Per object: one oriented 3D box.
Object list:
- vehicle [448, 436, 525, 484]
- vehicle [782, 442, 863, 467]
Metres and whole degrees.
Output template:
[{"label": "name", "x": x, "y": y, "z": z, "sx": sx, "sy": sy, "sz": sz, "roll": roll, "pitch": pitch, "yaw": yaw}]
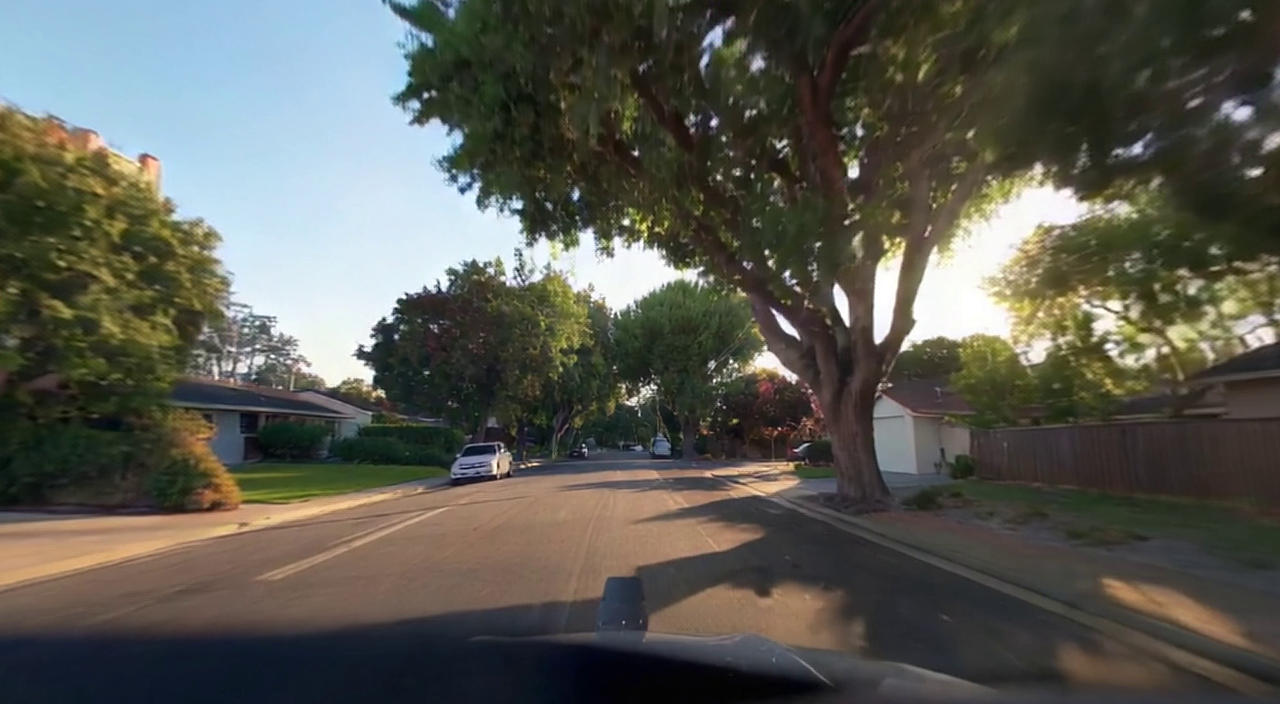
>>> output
[{"label": "vehicle", "x": -6.119, "y": 4.343, "z": 25.588, "sx": 1.998, "sy": 1.742, "sz": 4.210, "roll": 0, "pitch": -8, "yaw": 1}, {"label": "vehicle", "x": 12.160, "y": 6.832, "z": 42.002, "sx": 4.708, "sy": 1.527, "sz": 2.113, "roll": 0, "pitch": -8, "yaw": -9}]
